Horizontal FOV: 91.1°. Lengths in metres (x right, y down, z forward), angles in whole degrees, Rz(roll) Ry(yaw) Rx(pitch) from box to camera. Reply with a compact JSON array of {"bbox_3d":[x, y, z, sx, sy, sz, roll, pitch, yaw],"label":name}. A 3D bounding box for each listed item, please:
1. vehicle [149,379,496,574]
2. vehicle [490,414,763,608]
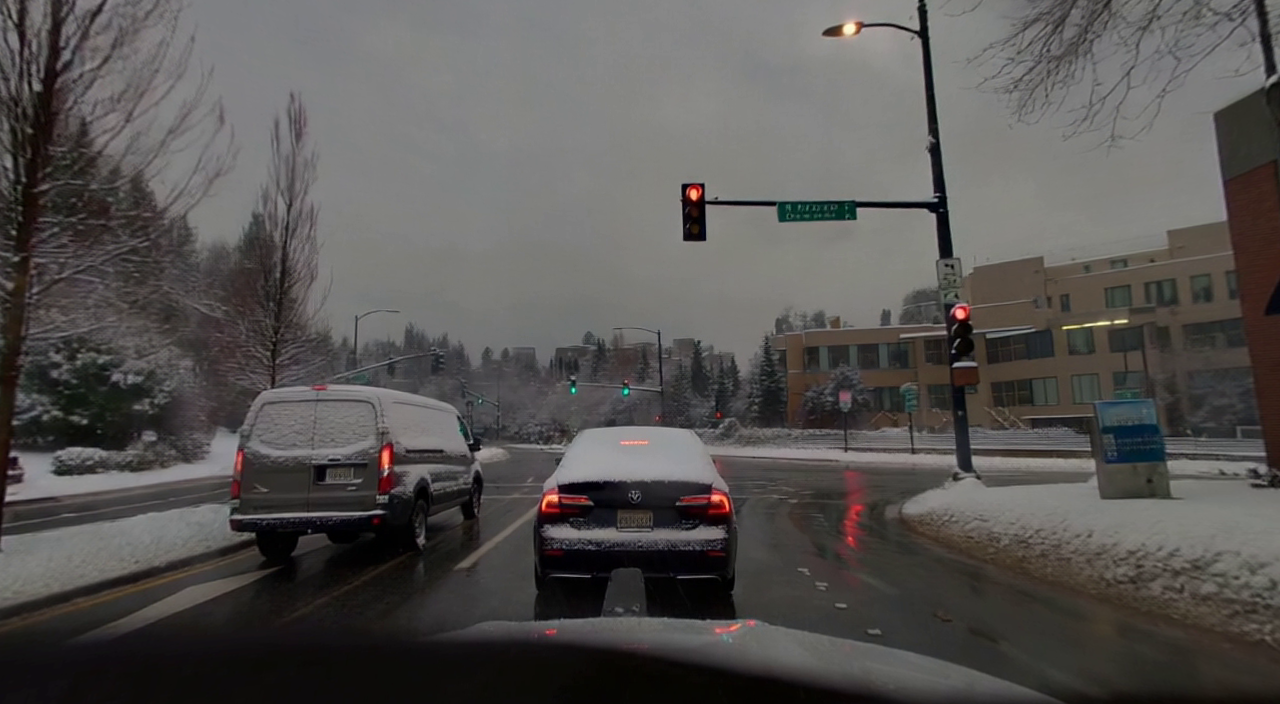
[{"bbox_3d":[-3.573,1.506,8.520,2.076,1.820,5.100,0,-8,-1],"label":"vehicle"},{"bbox_3d":[-0.109,1.467,6.791,2.064,1.452,3.942,0,-8,0],"label":"vehicle"}]
